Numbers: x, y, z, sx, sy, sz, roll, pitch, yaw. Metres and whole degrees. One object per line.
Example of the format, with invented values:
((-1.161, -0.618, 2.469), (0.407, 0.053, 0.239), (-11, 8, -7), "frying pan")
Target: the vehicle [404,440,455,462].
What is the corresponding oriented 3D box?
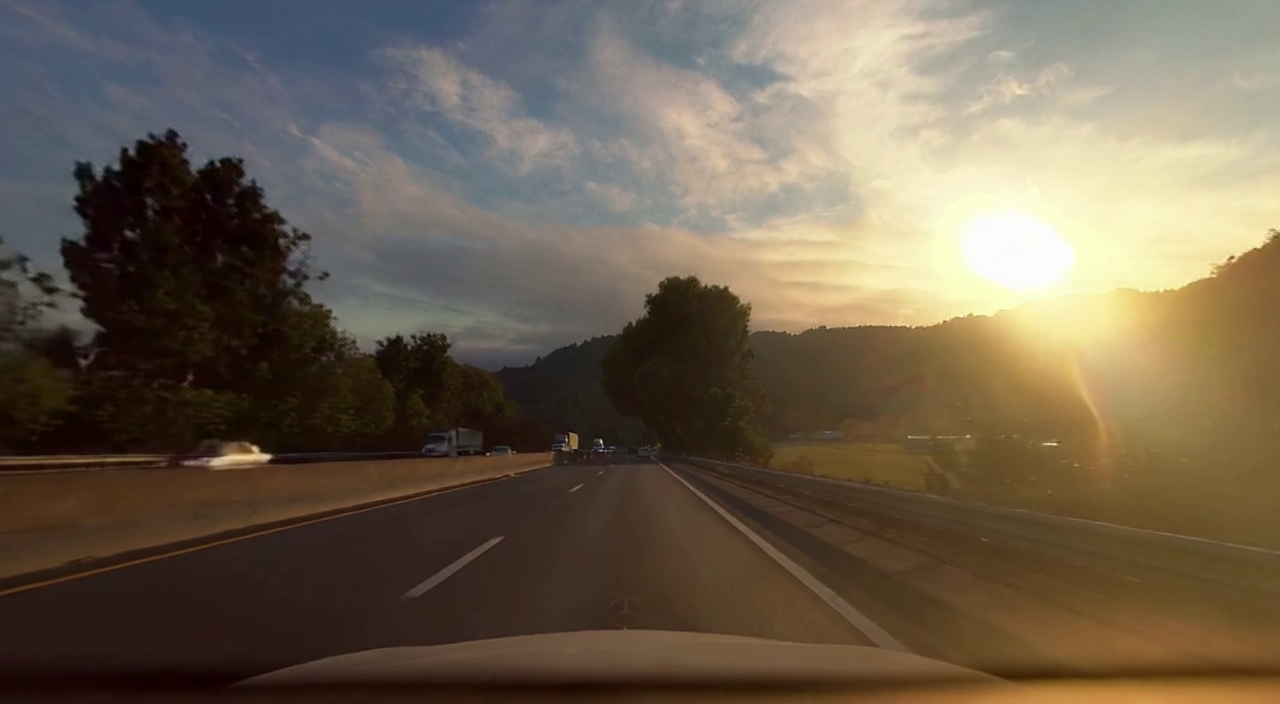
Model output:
((-15.754, 7.453, 47.436), (2.202, 1.541, 4.490), (0, -9, 1), "vehicle")
